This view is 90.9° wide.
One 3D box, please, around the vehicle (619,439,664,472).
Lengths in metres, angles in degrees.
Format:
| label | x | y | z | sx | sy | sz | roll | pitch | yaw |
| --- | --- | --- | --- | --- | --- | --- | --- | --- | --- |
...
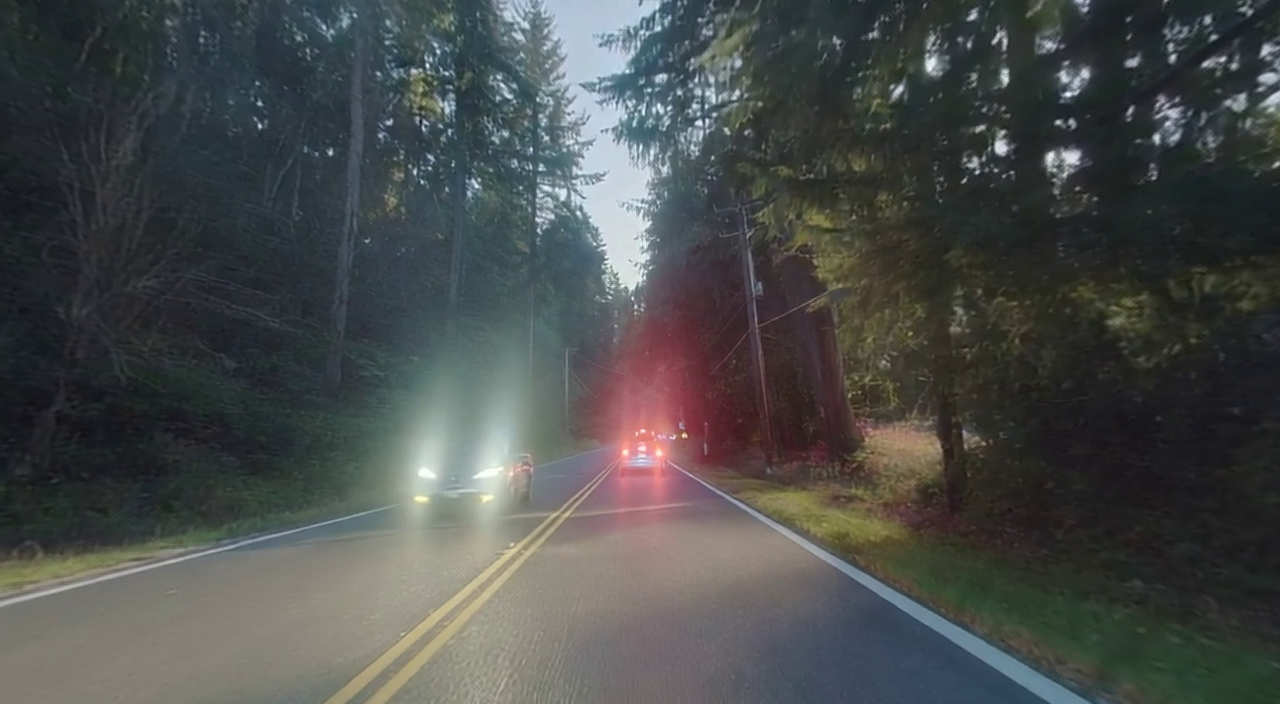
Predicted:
| label | x | y | z | sx | sy | sz | roll | pitch | yaw |
| --- | --- | --- | --- | --- | --- | --- | --- | --- | --- |
| vehicle | 0.000 | 5.056 | 30.891 | 2.081 | 1.503 | 3.726 | 0 | -8 | -2 |
